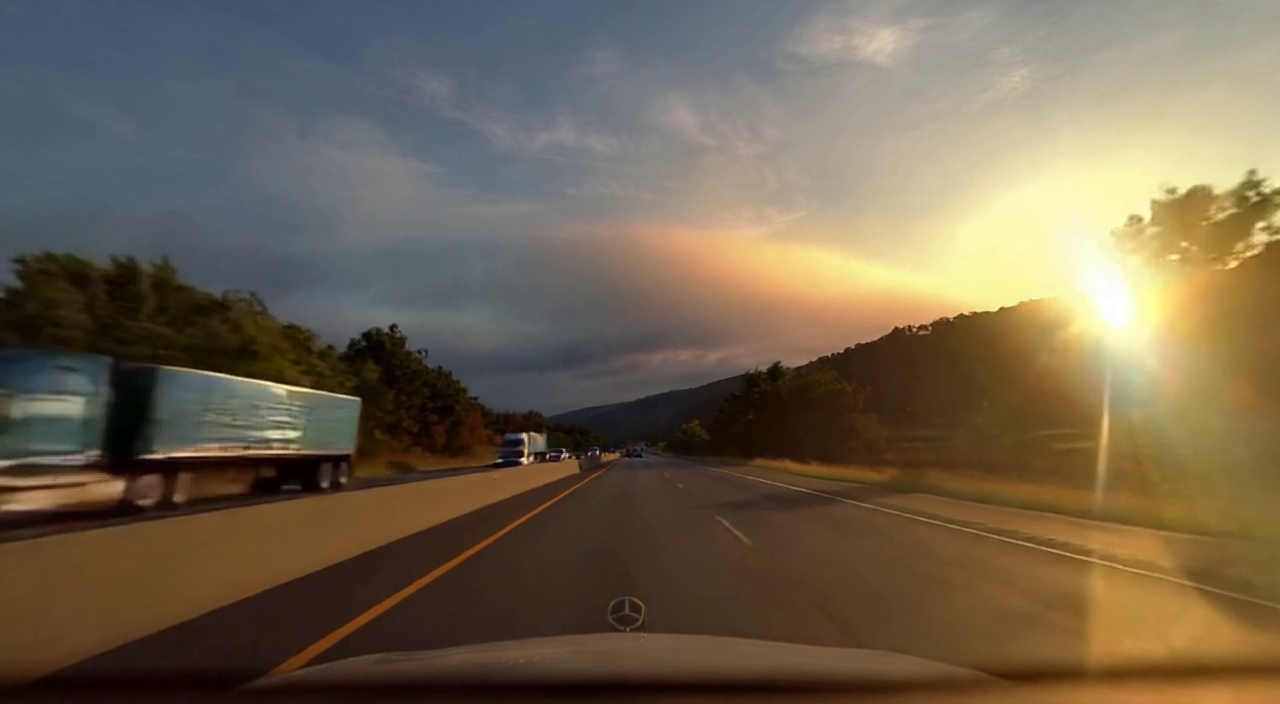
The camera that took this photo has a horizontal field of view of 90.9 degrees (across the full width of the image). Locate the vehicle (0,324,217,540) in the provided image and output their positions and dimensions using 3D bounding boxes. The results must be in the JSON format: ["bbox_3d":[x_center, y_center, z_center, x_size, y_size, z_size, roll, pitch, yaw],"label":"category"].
[{"bbox_3d":[-13.374,1.908,14.529,3.016,4.009,5.868,0,-9,-1],"label":"vehicle"}]

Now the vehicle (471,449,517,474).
[{"bbox_3d":[-9.526,7.169,41.509,2.010,1.530,4.354,0,-9,-1],"label":"vehicle"}]
